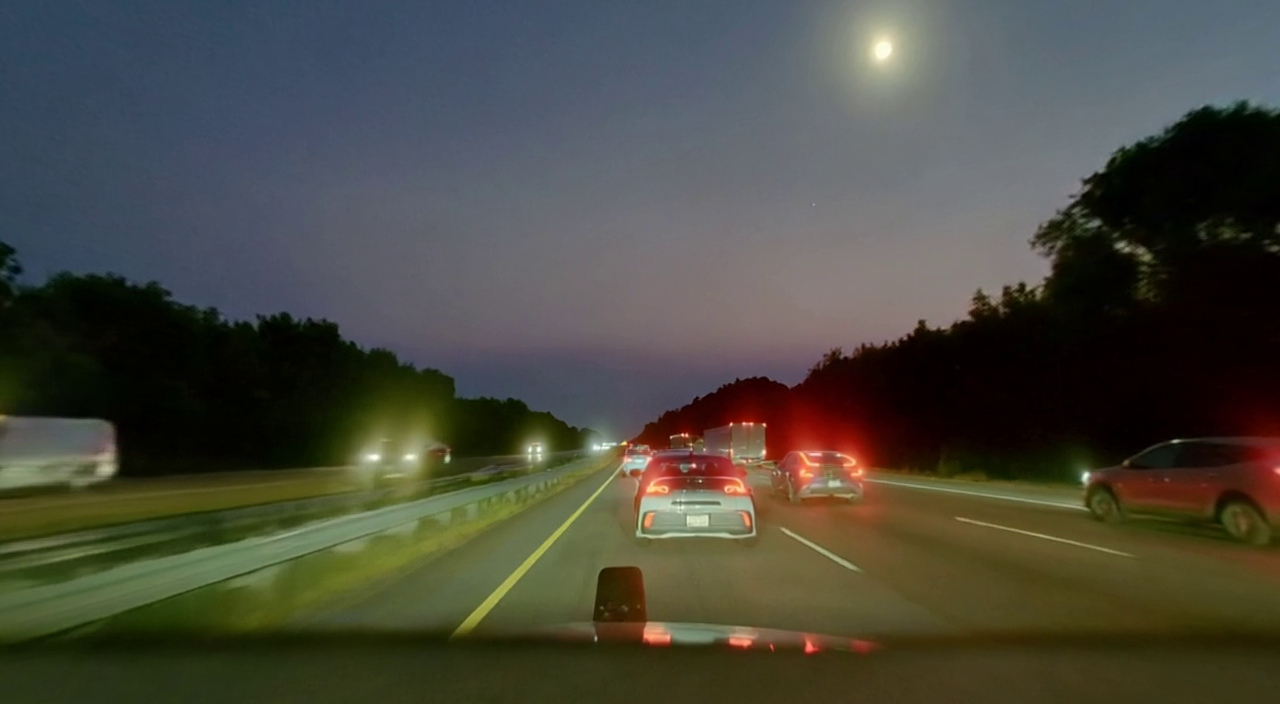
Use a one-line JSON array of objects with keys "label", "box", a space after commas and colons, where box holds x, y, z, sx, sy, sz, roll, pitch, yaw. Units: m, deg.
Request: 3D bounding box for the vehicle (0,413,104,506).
[{"label": "vehicle", "box": [-12.612, 1.944, 11.325, 1.991, 1.677, 4.499, 0, -9, -1]}]

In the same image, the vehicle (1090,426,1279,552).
[{"label": "vehicle", "box": [9.206, 1.981, 9.515, 1.950, 1.594, 3.735, 0, -9, -1]}]

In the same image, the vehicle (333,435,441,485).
[{"label": "vehicle", "box": [-8.148, 3.521, 20.743, 1.865, 1.479, 3.882, -1, -9, 1]}]

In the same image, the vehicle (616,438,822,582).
[{"label": "vehicle", "box": [0.760, 1.901, 8.318, 2.094, 1.426, 3.725, 0, -9, -1]}]

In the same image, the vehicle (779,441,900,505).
[{"label": "vehicle", "box": [5.308, 3.261, 17.387, 1.908, 1.500, 4.157, 0, -9, -1]}]
